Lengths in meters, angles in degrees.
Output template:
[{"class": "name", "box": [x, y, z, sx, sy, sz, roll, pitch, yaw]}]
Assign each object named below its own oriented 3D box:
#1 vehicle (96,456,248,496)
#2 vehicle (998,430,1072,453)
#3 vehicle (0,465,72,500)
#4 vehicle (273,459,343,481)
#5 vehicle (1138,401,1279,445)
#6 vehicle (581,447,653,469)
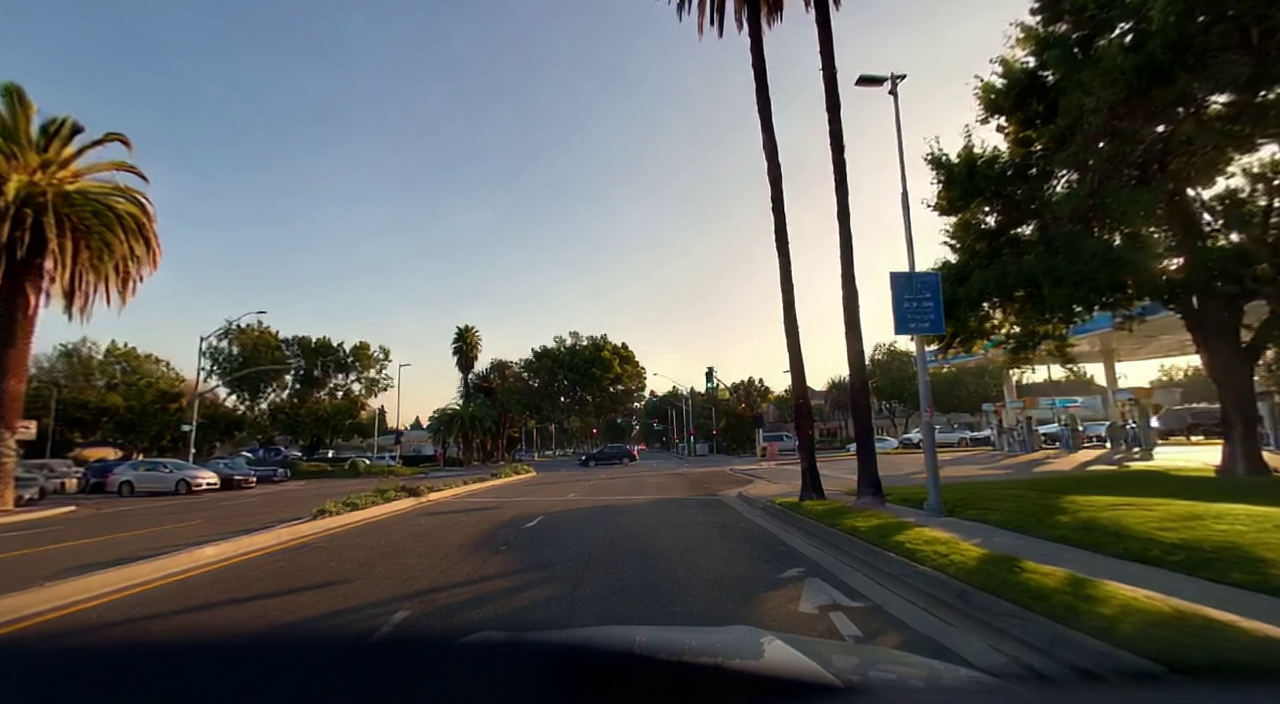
[{"class": "vehicle", "box": [-19.473, 5.166, 26.456, 4.758, 1.542, 1.941, 0, -9, -1]}, {"class": "vehicle", "box": [30.384, 6.880, 48.663, 4.286, 1.519, 2.070, -2, -9, -3]}, {"class": "vehicle", "box": [-37.741, 7.878, 38.342, 2.061, 1.808, 5.607, 2, -9, -11]}, {"class": "vehicle", "box": [-25.591, 9.113, 48.772, 4.407, 1.565, 1.861, 0, -9, 2]}, {"class": "vehicle", "box": [42.860, 5.377, 47.394, 8.366, 3.165, 2.720, 0, -8, 1]}, {"class": "vehicle", "box": [-1.646, 7.526, 45.074, 4.763, 1.496, 1.920, 3, -9, -22]}]
